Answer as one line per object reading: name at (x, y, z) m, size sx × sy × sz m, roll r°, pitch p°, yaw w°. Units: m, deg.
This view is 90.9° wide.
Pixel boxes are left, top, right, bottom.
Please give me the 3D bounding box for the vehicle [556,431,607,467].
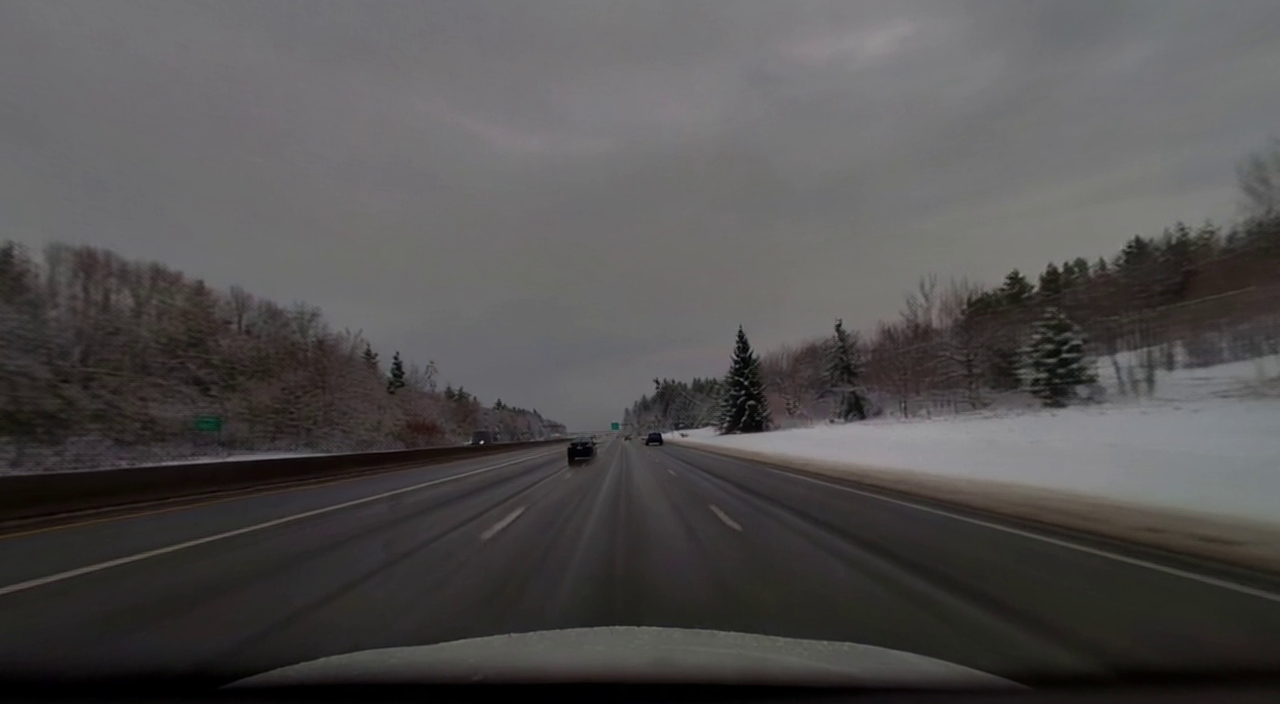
vehicle at (-2.564, 4.377, 28.669) m, size 2.000 × 1.491 × 3.913 m, roll 0°, pitch -7°, yaw -1°
